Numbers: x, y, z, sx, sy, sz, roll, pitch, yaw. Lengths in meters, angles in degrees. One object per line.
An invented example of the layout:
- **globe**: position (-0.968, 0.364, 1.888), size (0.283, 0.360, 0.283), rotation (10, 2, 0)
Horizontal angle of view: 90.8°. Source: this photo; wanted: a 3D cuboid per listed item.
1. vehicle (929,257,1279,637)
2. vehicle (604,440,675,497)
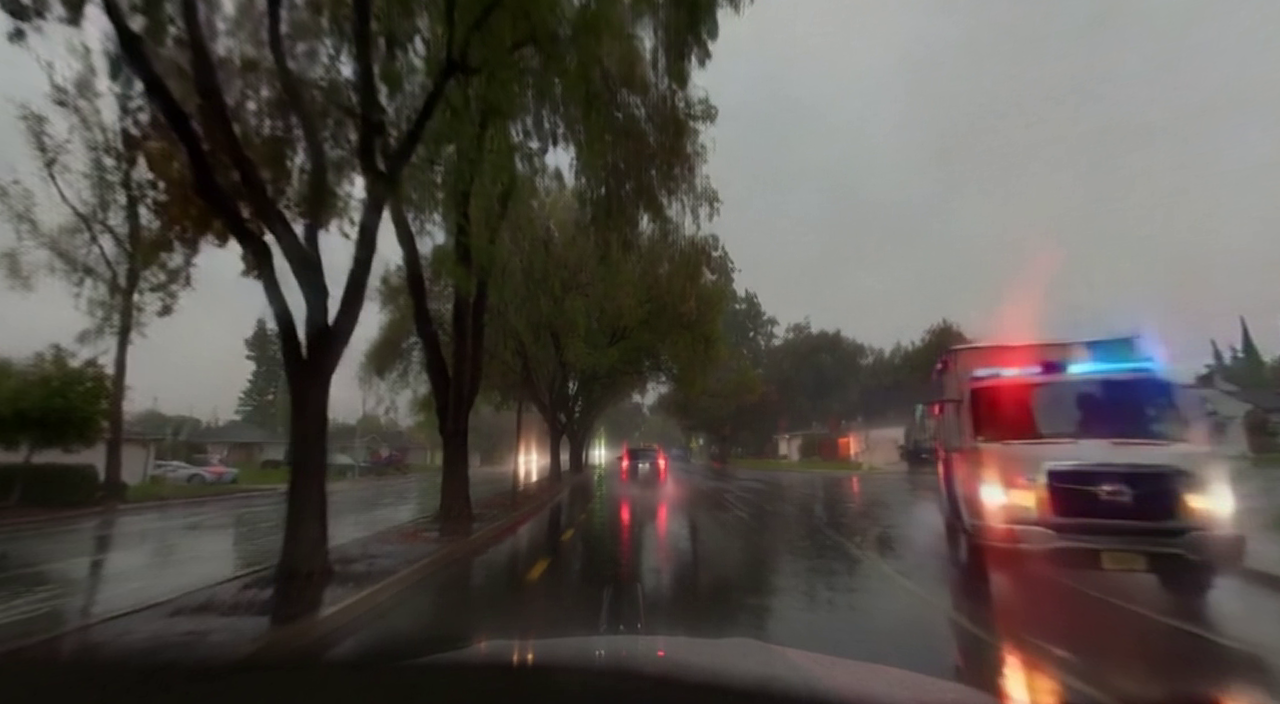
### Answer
- **vehicle**: position (5.205, 1.181, 7.762), size (2.654, 2.824, 5.794), rotation (-7, -11, 24)
- **vehicle**: position (0.015, 3.745, 20.642), size (2.106, 1.655, 3.717), rotation (0, -8, 1)
